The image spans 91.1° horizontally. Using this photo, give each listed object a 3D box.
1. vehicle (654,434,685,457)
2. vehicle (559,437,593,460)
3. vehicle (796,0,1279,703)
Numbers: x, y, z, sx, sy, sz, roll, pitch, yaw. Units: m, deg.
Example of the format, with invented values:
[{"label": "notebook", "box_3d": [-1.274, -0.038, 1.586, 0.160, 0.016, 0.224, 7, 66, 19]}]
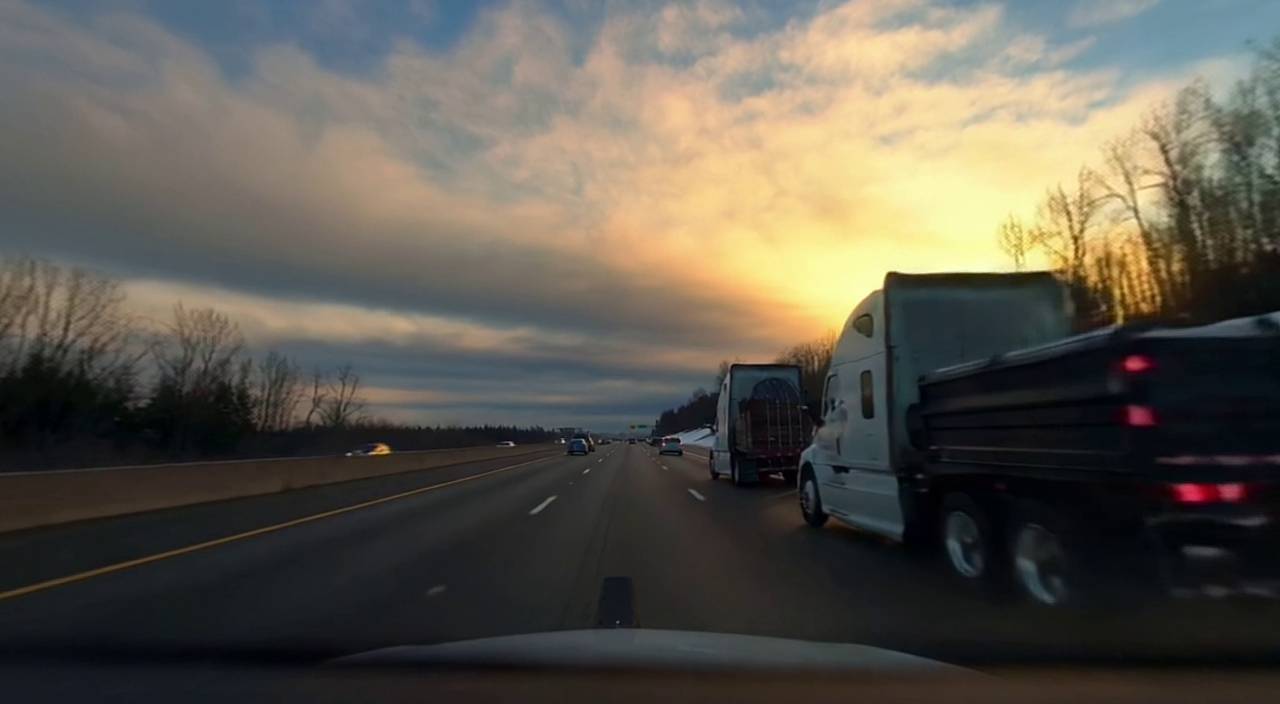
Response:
[{"label": "vehicle", "box_3d": [2.221, 7.218, 48.621, 2.124, 1.696, 4.173, 0, -8, -1]}, {"label": "vehicle", "box_3d": [-4.452, 6.763, 44.305, 2.017, 1.484, 4.088, 0, -8, 0]}, {"label": "vehicle", "box_3d": [4.100, 0.126, 5.966, 2.906, 3.999, 8.621, 0, -8, -1]}]
